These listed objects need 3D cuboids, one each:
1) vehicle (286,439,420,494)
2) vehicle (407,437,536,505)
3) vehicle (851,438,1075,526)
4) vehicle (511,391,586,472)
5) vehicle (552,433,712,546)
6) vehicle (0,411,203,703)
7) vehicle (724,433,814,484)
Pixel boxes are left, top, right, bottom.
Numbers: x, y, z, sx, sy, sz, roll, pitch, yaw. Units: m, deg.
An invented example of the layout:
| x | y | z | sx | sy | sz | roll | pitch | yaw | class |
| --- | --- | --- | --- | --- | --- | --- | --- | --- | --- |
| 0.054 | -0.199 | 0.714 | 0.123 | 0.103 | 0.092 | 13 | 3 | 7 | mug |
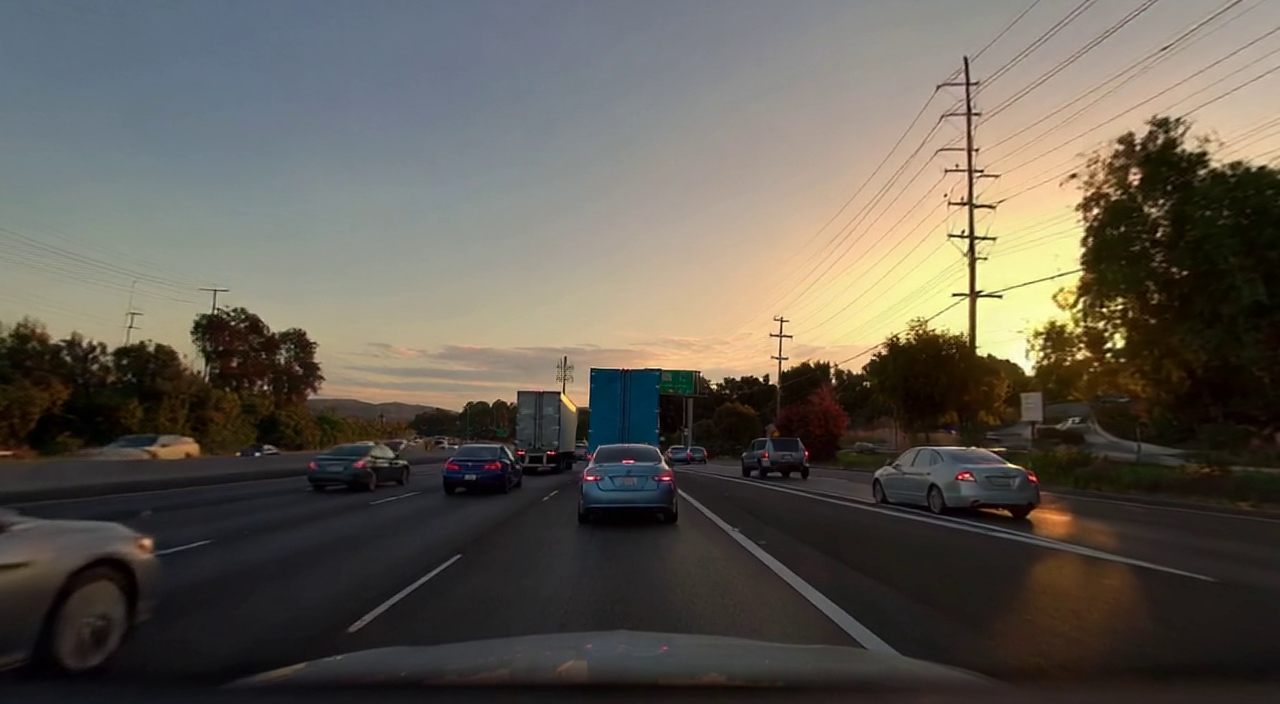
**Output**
| x | y | z | sx | sy | sz | roll | pitch | yaw | class |
| --- | --- | --- | --- | --- | --- | --- | --- | --- | --- |
| -8.525 | 3.437 | 19.334 | 2.008 | 1.454 | 4.693 | 0 | -9 | -2 | vehicle |
| -4.119 | 3.006 | 16.451 | 2.090 | 1.463 | 4.968 | 0 | -9 | -1 | vehicle |
| 6.015 | 2.443 | 12.469 | 1.878 | 1.406 | 4.164 | 1 | -9 | -6 | vehicle |
| -5.648 | 5.617 | 42.709 | 3.150 | 4.298 | 17.928 | 0 | -9 | -2 | vehicle |
| -0.212 | 2.129 | 10.422 | 2.112 | 1.463 | 4.012 | 0 | -9 | -3 | vehicle |
| -3.819 | 0.786 | 1.435 | 1.960 | 1.450 | 5.246 | 0 | -9 | -1 | vehicle |
| 4.588 | 3.851 | 23.124 | 2.023 | 1.676 | 4.002 | 1 | -9 | -6 | vehicle |
